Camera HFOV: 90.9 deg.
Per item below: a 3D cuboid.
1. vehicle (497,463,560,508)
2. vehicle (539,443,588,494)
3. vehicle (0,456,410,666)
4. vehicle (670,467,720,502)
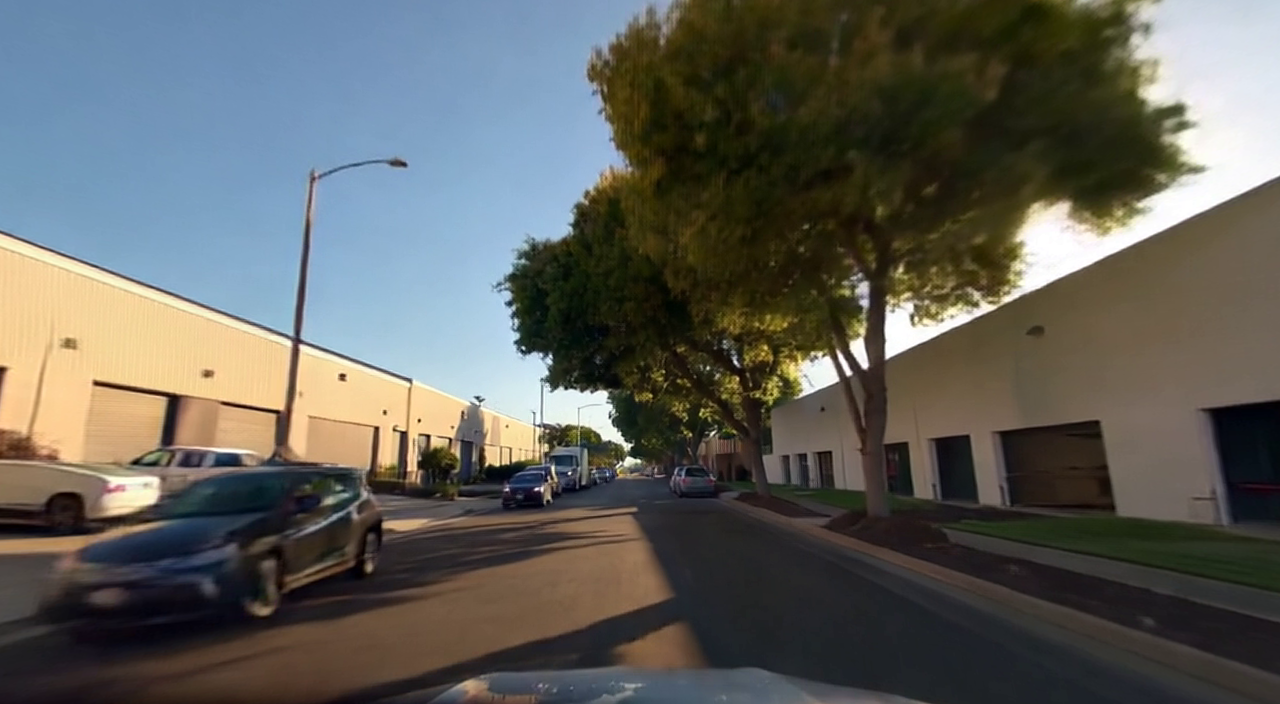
[{"bbox_3d":[-4.413,5.347,25.443,1.835,1.625,3.674,1,-11,1],"label":"vehicle"},{"bbox_3d":[-4.396,6.905,37.214,2.242,2.726,5.581,1,-11,-1],"label":"vehicle"},{"bbox_3d":[-4.483,2.024,7.286,1.927,1.580,4.556,-1,-9,0],"label":"vehicle"},{"bbox_3d":[2.390,5.912,28.287,1.819,1.446,3.909,1,-11,-1],"label":"vehicle"}]
